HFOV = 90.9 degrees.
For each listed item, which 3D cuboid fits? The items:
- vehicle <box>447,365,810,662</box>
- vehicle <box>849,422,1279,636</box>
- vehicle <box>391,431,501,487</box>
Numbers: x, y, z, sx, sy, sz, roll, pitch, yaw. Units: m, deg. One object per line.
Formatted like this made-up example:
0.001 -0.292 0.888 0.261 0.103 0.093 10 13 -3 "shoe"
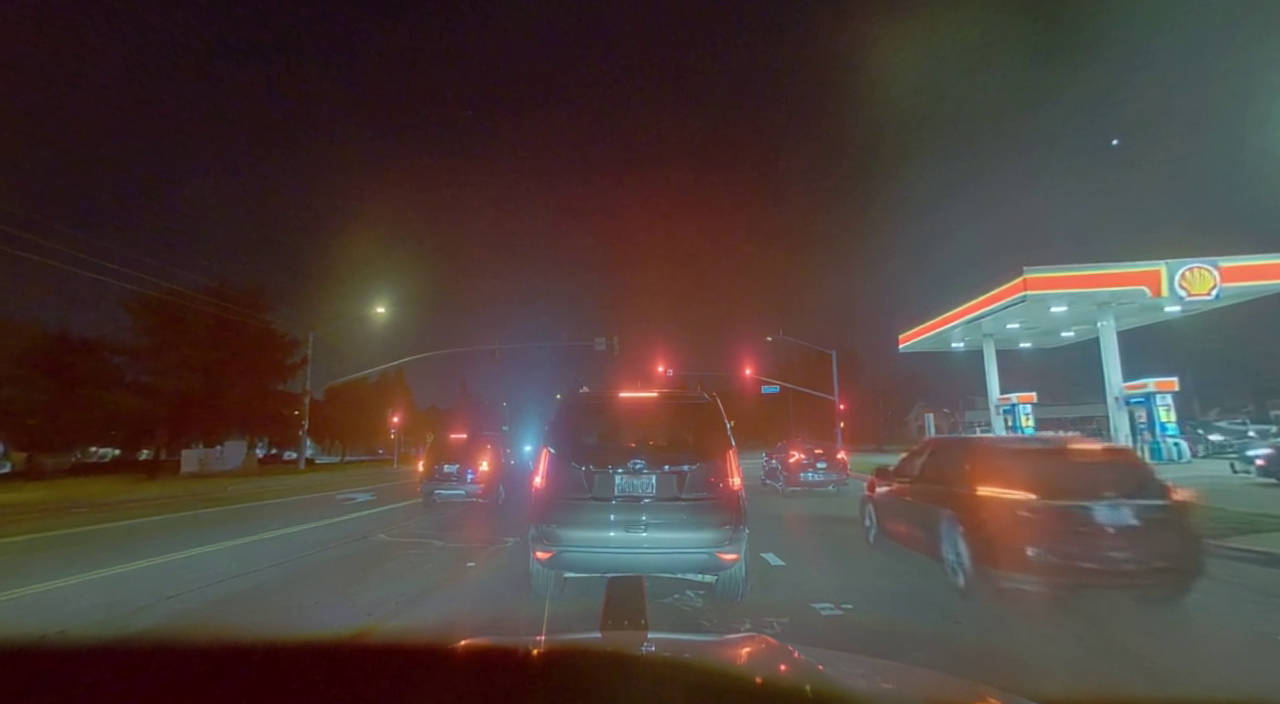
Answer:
0.012 1.315 6.135 2.236 1.819 4.291 -1 -9 3 "vehicle"
3.928 1.597 6.770 2.041 1.490 4.471 -1 -9 3 "vehicle"
-6.636 3.718 22.174 2.065 1.753 4.525 -1 -9 6 "vehicle"
